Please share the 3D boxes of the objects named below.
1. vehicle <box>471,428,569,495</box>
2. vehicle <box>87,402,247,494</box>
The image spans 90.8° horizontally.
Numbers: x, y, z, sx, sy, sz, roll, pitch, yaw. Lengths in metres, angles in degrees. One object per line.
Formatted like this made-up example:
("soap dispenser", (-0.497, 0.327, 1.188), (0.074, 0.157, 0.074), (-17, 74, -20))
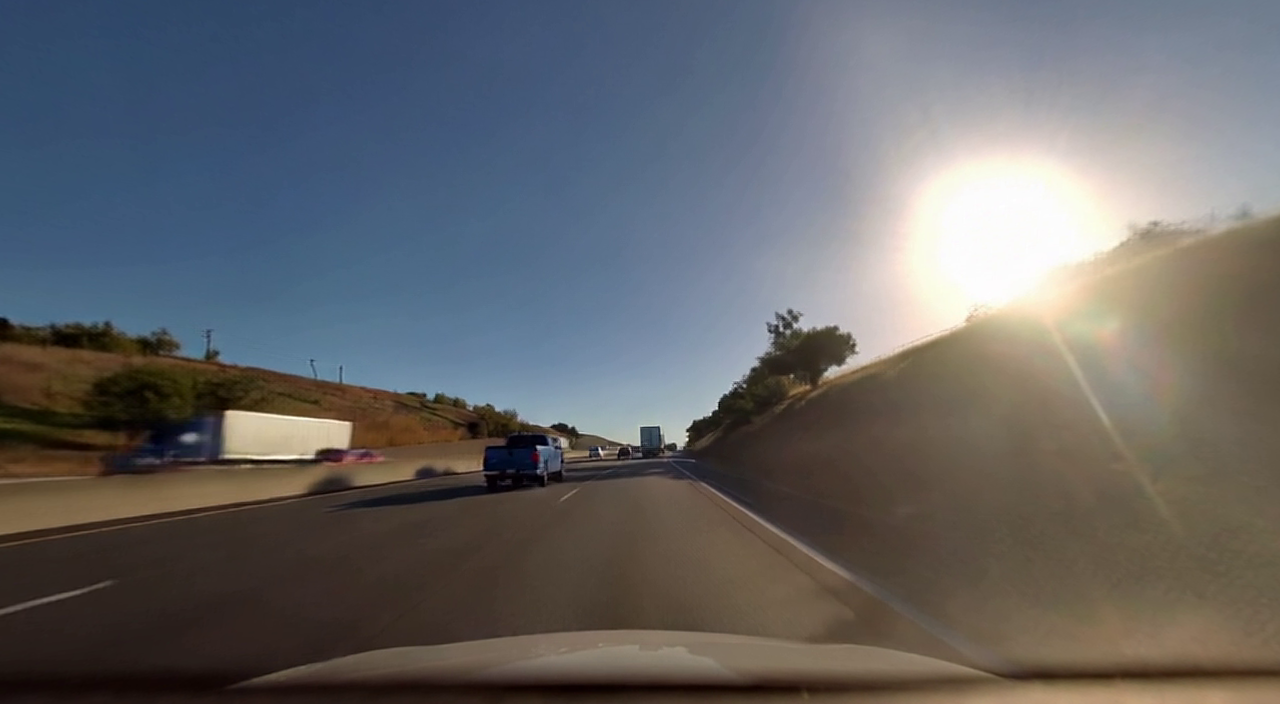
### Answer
("vehicle", (-3.851, 3.640, 21.311), (2.216, 1.949, 5.237), (0, -9, 1))
("vehicle", (-22.697, 4.688, 30.816), (2.955, 3.979, 5.943), (0, -9, 1))
